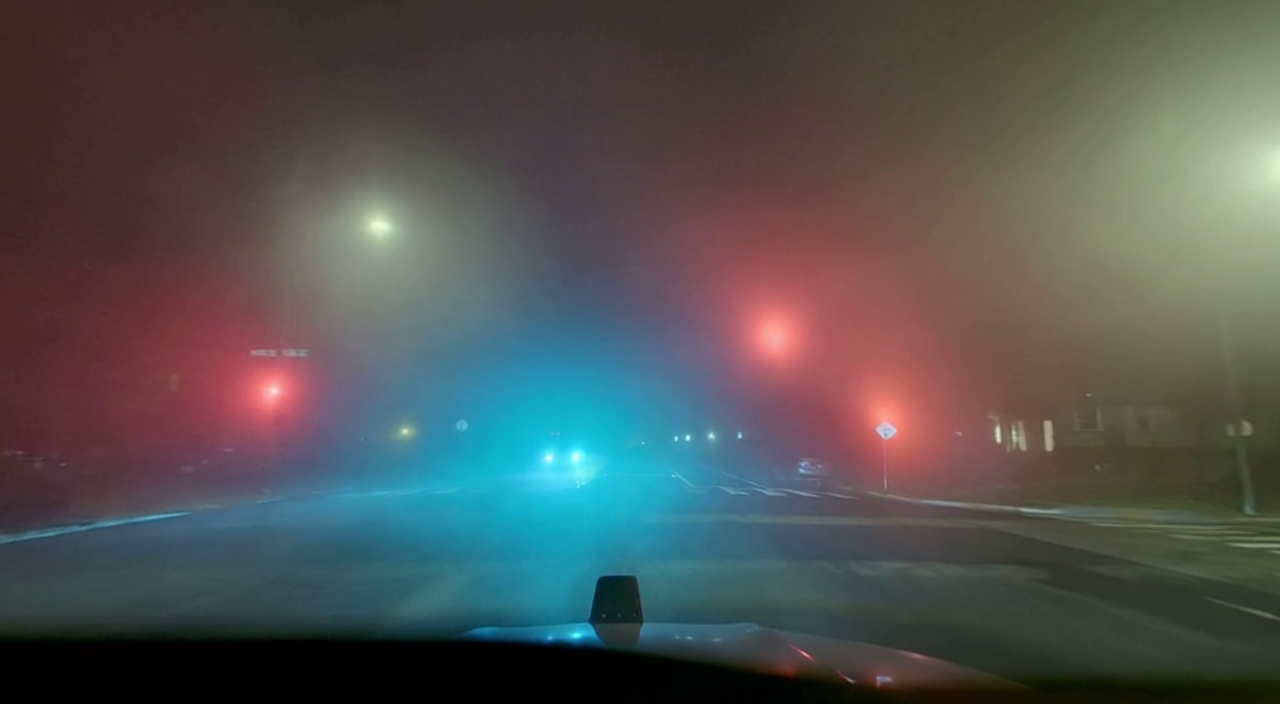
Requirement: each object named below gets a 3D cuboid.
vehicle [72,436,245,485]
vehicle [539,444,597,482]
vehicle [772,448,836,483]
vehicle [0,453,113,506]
[{"bbox_3d":[-17.910,4.045,23.692,4.743,1.734,1.994,0,-9,-1],"label":"vehicle"},{"bbox_3d":[-2.995,4.715,27.023,2.014,1.499,3.999,0,-9,0],"label":"vehicle"},{"bbox_3d":[8.039,5.579,31.364,2.029,1.554,4.705,0,-9,2],"label":"vehicle"},{"bbox_3d":[-17.751,3.486,17.509,4.581,1.337,1.954,-1,-9,3],"label":"vehicle"}]
